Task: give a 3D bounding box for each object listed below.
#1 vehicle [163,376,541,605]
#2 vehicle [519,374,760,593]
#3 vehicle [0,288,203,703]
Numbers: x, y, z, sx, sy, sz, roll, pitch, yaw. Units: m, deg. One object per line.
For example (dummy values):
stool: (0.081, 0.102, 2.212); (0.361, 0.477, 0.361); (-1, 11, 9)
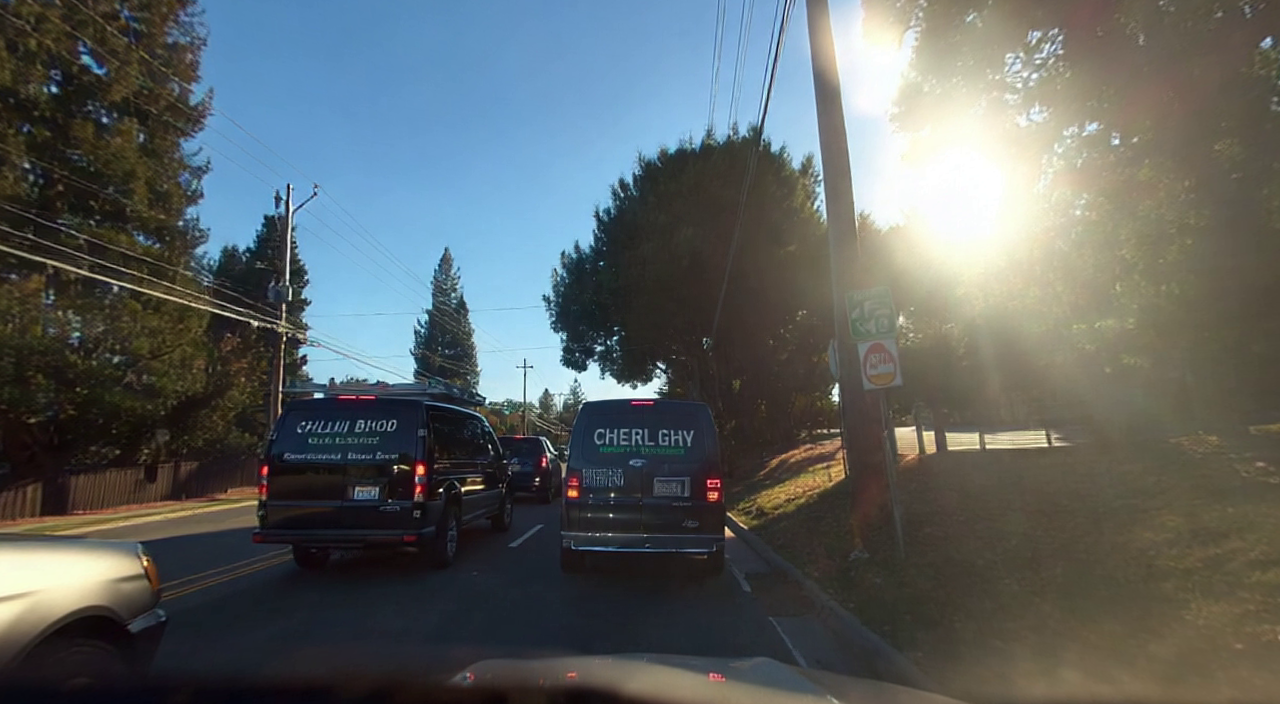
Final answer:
vehicle: (-2.755, 1.480, 7.615); (2.109, 1.851, 4.749); (-1, -8, 3)
vehicle: (0.108, 1.458, 7.702); (2.117, 1.911, 4.095); (-1, -8, 4)
vehicle: (-3.095, 0.462, 0.245); (2.160, 1.796, 4.997); (0, -8, 1)
